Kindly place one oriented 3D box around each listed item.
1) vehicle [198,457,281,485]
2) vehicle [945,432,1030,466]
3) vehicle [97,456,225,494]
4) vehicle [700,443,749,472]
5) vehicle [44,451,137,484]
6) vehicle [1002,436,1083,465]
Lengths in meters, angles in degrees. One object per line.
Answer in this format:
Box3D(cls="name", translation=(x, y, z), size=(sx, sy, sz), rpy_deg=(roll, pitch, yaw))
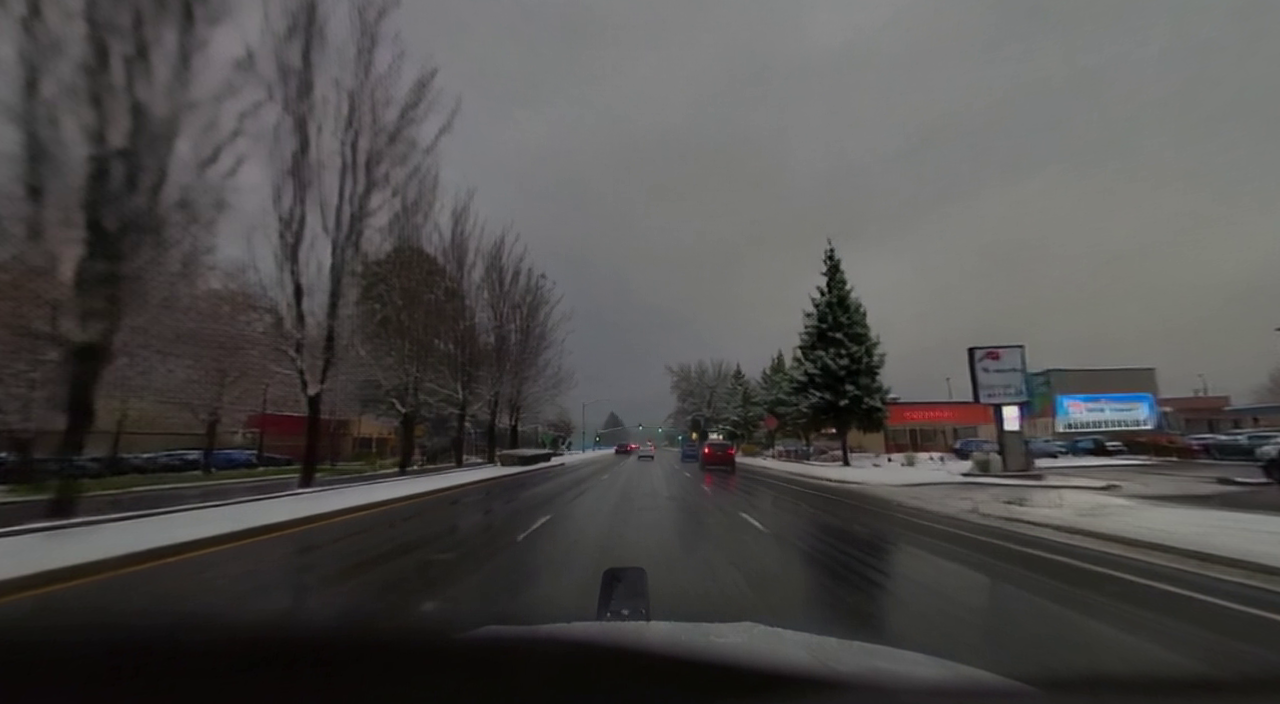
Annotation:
Box3D(cls="vehicle", translation=(-22.432, 6.676, 35.548), size=(1.771, 1.373, 4.308), rpy_deg=(0, -8, 2))
Box3D(cls="vehicle", translation=(21.326, 5.987, 39.073), size=(2.124, 1.920, 5.946), rpy_deg=(0, -9, 3))
Box3D(cls="vehicle", translation=(-22.485, 5.760, 29.912), size=(2.111, 1.500, 5.131), rpy_deg=(-1, -8, -1))
Box3D(cls="vehicle", translation=(4.423, 5.574, 33.579), size=(1.916, 1.459, 4.335), rpy_deg=(0, -8, -1))
Box3D(cls="vehicle", translation=(-31.542, 6.600, 36.403), size=(2.026, 1.692, 4.523), rpy_deg=(2, -9, -13))
Box3D(cls="vehicle", translation=(24.683, 6.065, 38.902), size=(1.894, 1.656, 4.841), rpy_deg=(0, -8, 2))
